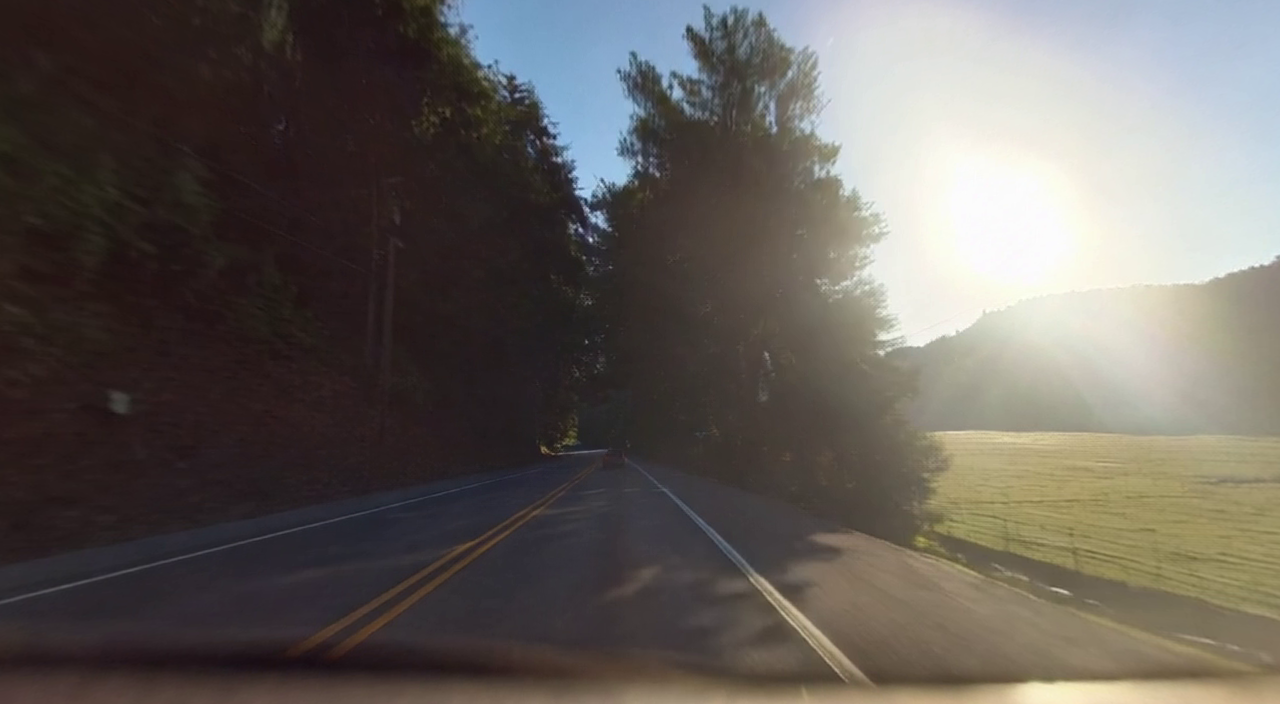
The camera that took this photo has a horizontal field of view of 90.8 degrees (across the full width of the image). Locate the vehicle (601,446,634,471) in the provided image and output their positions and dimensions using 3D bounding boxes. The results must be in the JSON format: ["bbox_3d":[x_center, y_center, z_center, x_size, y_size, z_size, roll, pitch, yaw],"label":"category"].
[{"bbox_3d":[-1.498,6.964,41.563,2.042,1.489,3.963,0,-9,-2],"label":"vehicle"}]
